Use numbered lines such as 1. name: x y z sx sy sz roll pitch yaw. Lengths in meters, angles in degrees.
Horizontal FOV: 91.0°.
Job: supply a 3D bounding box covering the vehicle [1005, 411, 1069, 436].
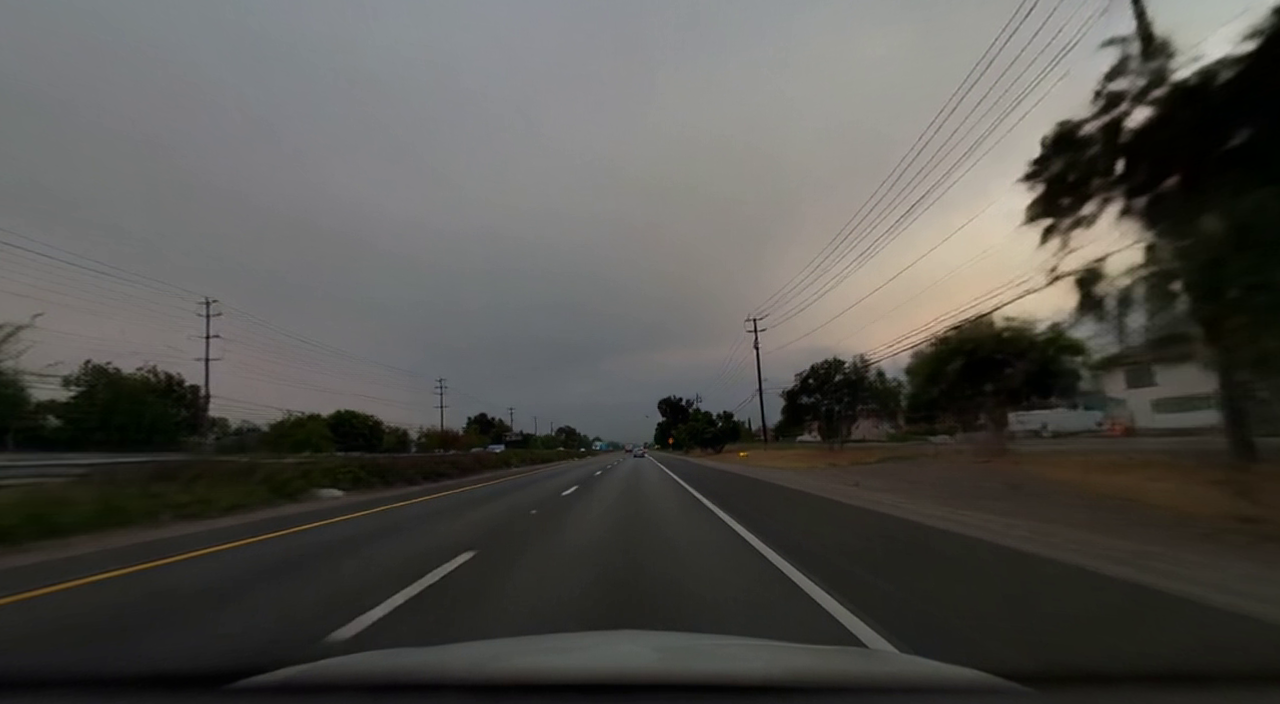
1. vehicle: 28.202 5.129 44.915 1.887 1.623 4.203 0 -9 2
